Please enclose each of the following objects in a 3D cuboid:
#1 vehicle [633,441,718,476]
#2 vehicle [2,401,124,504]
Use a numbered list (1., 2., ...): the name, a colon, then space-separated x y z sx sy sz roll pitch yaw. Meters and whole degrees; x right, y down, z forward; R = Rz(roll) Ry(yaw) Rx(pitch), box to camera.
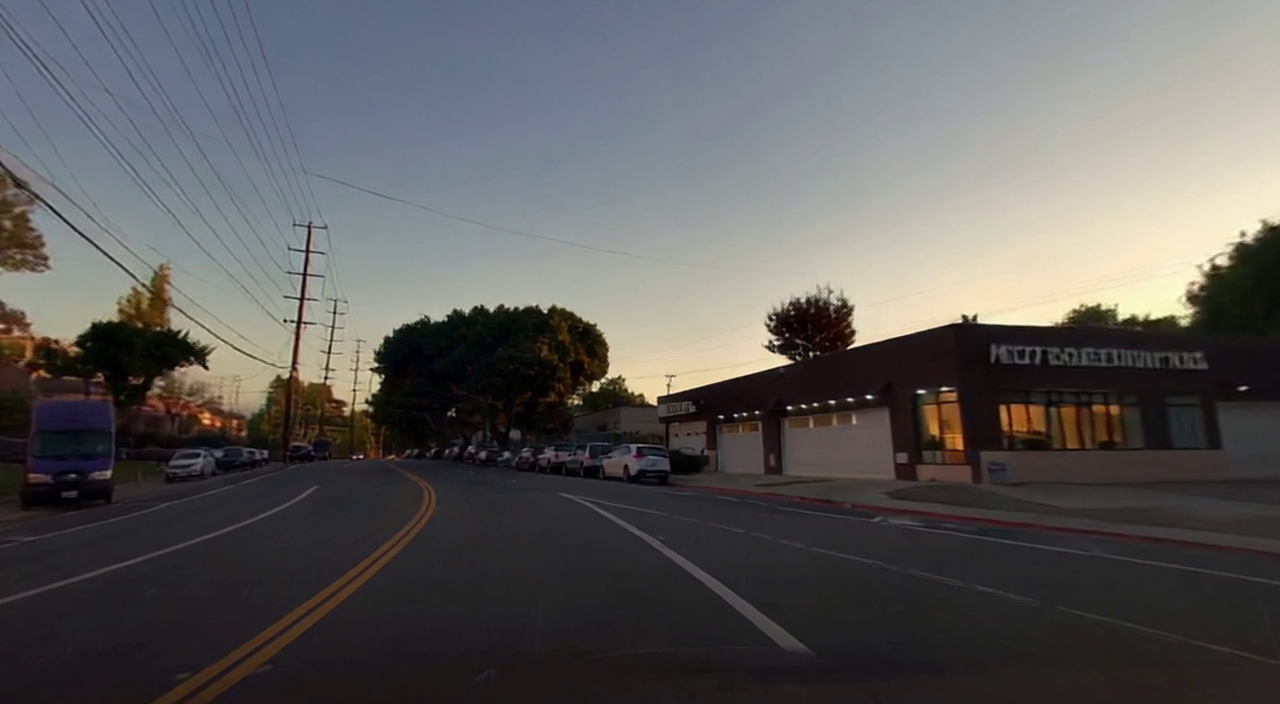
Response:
1. vehicle: 1.832 5.101 30.579 2.074 1.526 4.853 -5 -10 31
2. vehicle: -17.402 2.985 19.172 1.716 2.808 3.001 0 -7 -23
